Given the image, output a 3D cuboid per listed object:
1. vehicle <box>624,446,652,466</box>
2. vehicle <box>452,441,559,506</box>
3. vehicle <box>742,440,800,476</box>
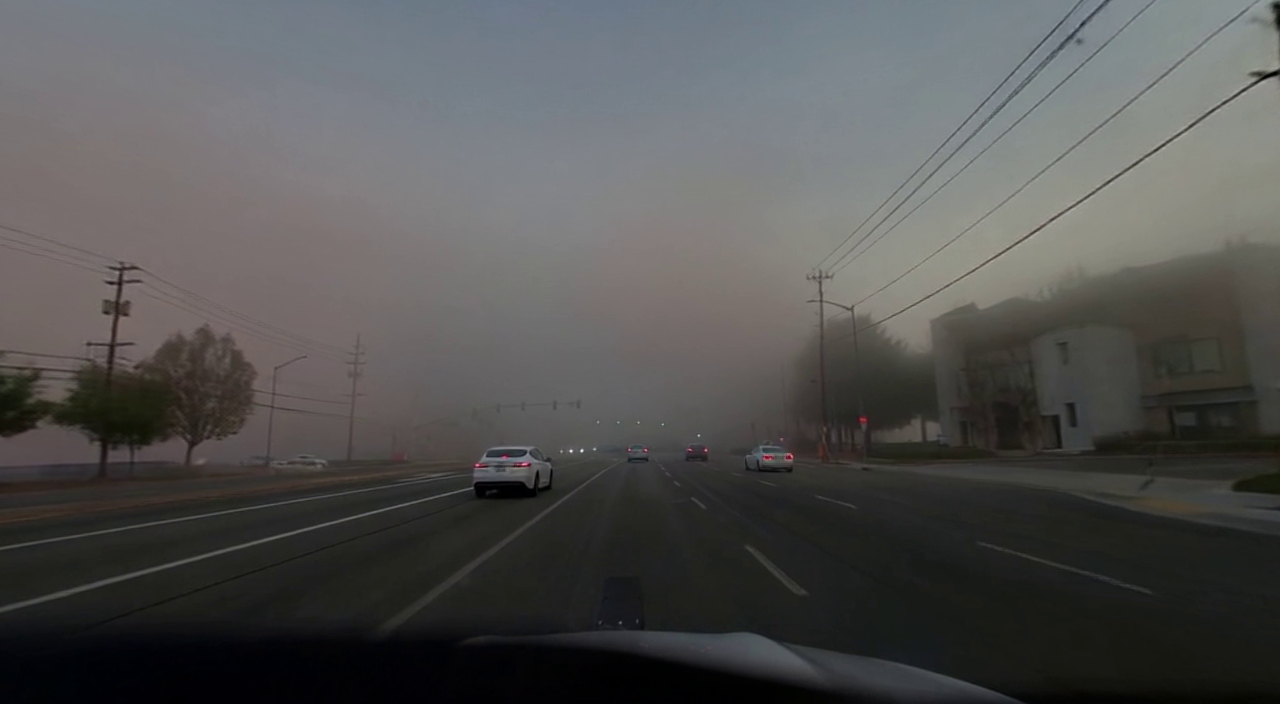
[{"bbox_3d":[-0.134,7.901,48.186,2.098,1.431,3.958,0,-9,0],"label":"vehicle"},{"bbox_3d":[-3.358,3.112,16.627,1.837,1.463,4.311,0,-9,0],"label":"vehicle"},{"bbox_3d":[6.565,5.366,32.134,1.945,1.706,4.190,0,-9,-1],"label":"vehicle"}]
